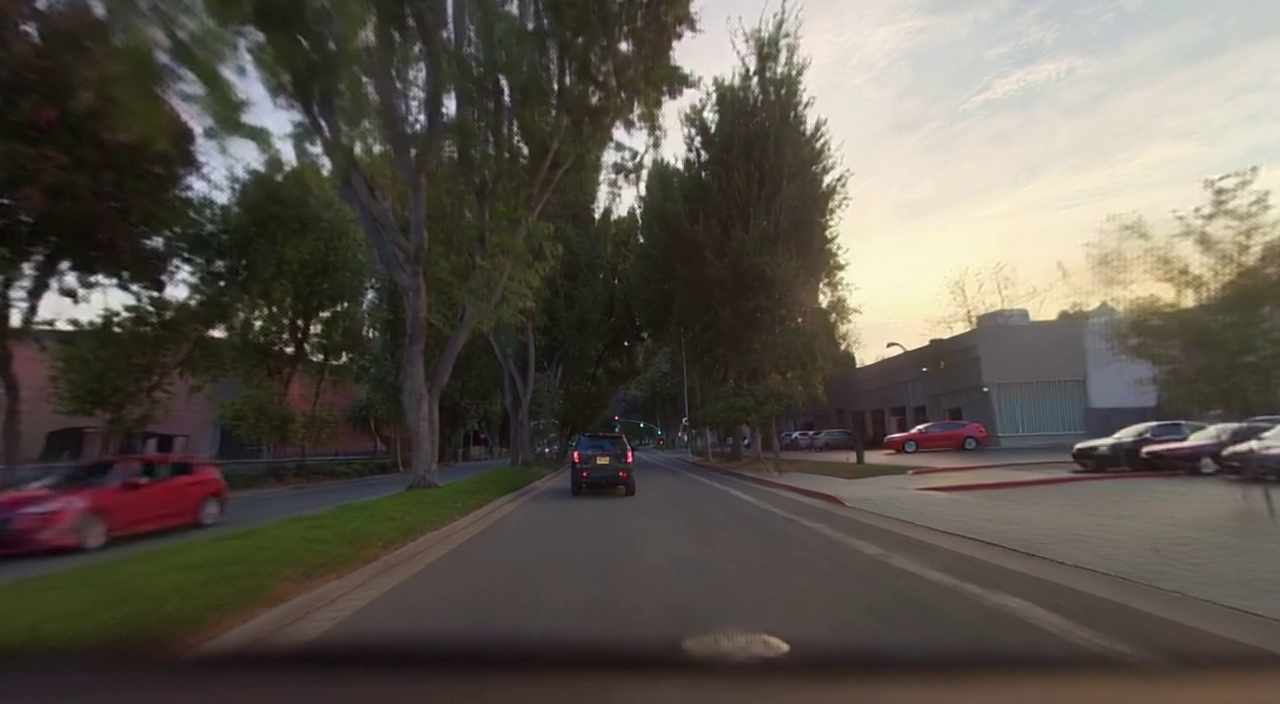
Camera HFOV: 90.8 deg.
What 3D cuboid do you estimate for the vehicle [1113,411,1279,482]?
[{"bbox_3d":[14.163,2.101,14.073,5.344,1.440,2.318,0,-8,2],"label":"vehicle"}]

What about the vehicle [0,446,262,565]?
[{"bbox_3d":[-8.616,2.309,10.422,2.027,1.493,4.707,0,-8,-3],"label":"vehicle"}]

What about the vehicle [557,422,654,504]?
[{"bbox_3d":[-0.843,2.903,17.073,2.157,1.816,5.804,0,-8,-1],"label":"vehicle"}]

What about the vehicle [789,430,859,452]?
[{"bbox_3d":[12.327,5.994,42.563,4.090,1.433,1.983,0,-8,-2],"label":"vehicle"}]

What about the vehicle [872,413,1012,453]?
[{"bbox_3d":[12.837,3.482,27.117,4.788,1.625,2.319,0,-8,-3],"label":"vehicle"}]
